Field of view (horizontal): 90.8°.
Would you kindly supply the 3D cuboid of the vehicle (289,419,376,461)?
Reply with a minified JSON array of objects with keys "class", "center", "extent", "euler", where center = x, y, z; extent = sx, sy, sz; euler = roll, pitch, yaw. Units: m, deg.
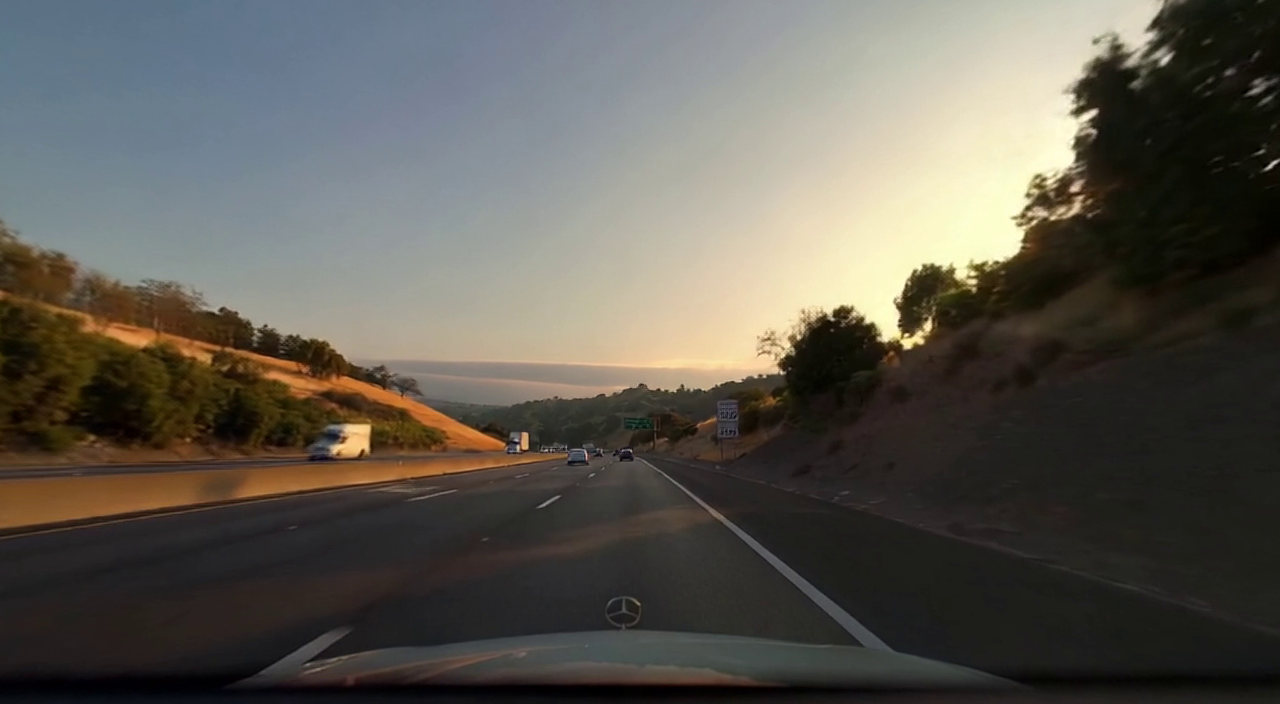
[{"class":"vehicle","center":[-20.401,5.954,42.356],"extent":[2.611,2.525,6.488],"euler":[0,-9,-1]}]
